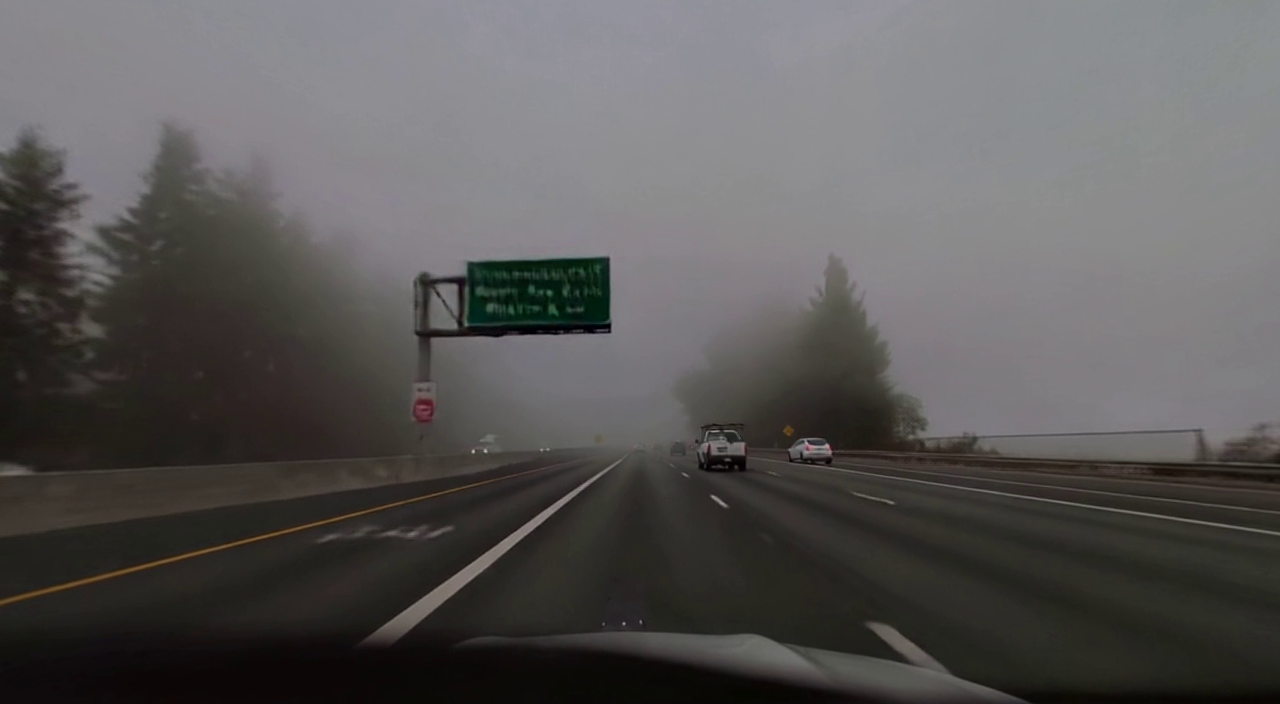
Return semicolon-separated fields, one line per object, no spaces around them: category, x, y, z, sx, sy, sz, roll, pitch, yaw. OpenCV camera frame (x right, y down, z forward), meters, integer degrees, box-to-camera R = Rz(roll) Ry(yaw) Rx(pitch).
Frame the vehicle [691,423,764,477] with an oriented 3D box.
vehicle;3.495;4.060;26.376;2.218;1.964;5.662;0;-8;0

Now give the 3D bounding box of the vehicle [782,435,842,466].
vehicle;9.910;5.714;36.799;2.045;1.658;4.598;0;-8;-2
